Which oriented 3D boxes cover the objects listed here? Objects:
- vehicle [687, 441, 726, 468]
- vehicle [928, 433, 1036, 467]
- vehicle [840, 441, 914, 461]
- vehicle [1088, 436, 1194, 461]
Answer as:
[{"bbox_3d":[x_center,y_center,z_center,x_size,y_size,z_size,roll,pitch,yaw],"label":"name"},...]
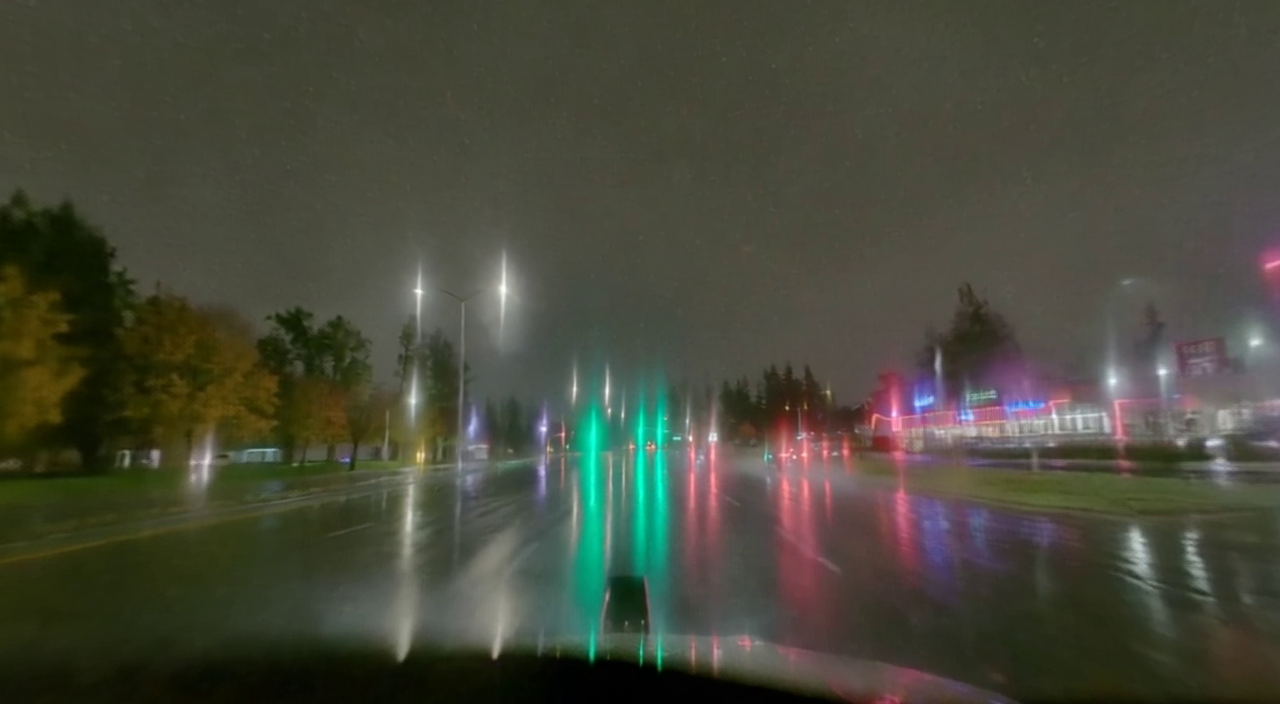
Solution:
[{"bbox_3d":[4.255,6.629,40.986,2.007,1.683,4.171,0,-8,-1],"label":"vehicle"},{"bbox_3d":[17.867,5.132,33.103,4.386,1.701,2.121,-1,-8,3],"label":"vehicle"},{"bbox_3d":[17.332,7.282,46.303,4.685,1.478,1.849,0,-9,2],"label":"vehicle"},{"bbox_3d":[32.405,6.245,40.876,5.080,1.504,1.946,-8,-12,44],"label":"vehicle"}]
